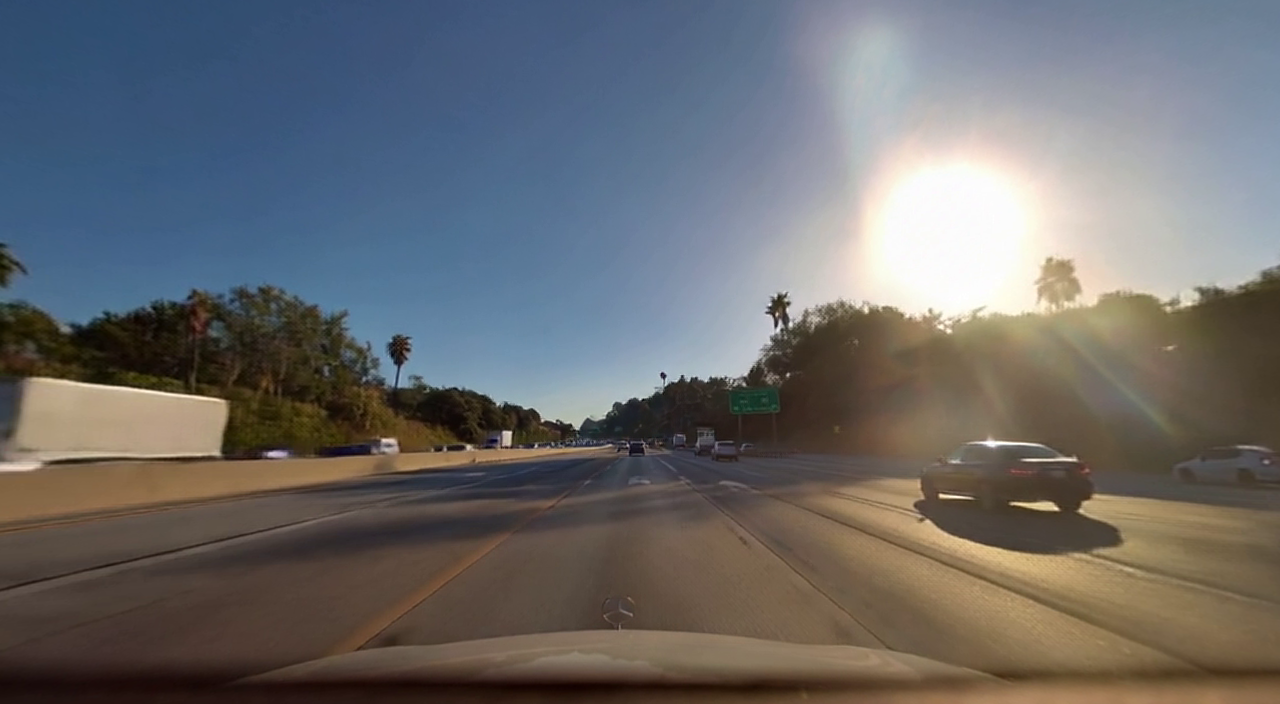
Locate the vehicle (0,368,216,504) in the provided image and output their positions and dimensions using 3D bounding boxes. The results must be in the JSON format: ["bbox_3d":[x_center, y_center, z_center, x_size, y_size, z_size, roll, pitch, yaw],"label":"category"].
[{"bbox_3d":[-19.755,3.029,22.144,2.957,3.852,9.397,0,-8,1],"label":"vehicle"}]

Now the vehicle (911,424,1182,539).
[{"bbox_3d":[6.811,2.192,11.298,1.902,1.623,4.360,0,-8,-1],"label":"vehicle"}]

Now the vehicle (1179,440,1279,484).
[{"bbox_3d":[25.110,4.478,25.929,1.887,1.642,4.592,0,-8,3],"label":"vehicle"}]

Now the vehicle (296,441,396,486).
[{"bbox_3d":[-11.999,4.543,26.061,1.960,1.681,4.480,0,-8,0],"label":"vehicle"}]

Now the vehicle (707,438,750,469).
[{"bbox_3d":[5.235,6.067,37.703,2.035,1.704,3.867,0,-8,0],"label":"vehicle"}]
